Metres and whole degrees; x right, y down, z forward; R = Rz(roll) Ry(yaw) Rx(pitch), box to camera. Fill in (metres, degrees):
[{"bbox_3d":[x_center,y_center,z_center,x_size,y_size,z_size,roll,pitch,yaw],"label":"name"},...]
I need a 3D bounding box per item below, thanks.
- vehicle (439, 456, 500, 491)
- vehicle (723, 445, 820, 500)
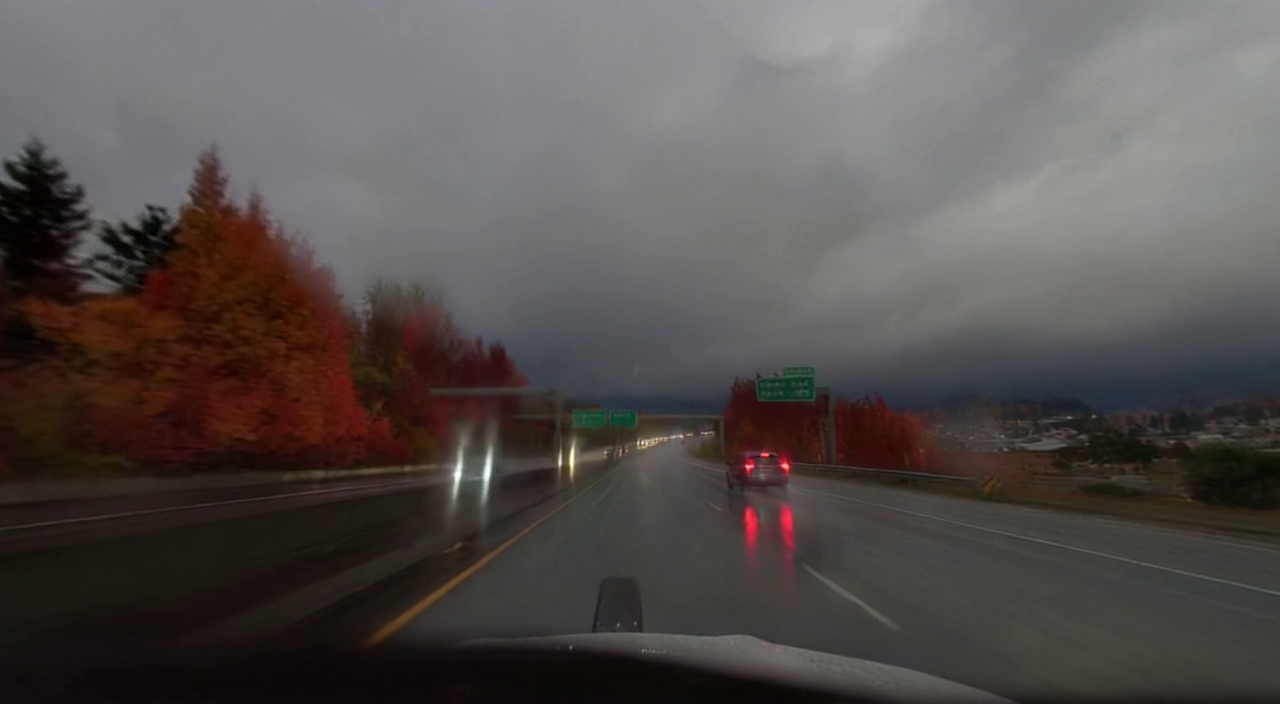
[{"bbox_3d":[-8.375,6.000,31.180,1.917,1.535,4.086,0,-9,0],"label":"vehicle"},{"bbox_3d":[4.108,3.858,20.435,2.070,1.546,4.648,0,-9,-1],"label":"vehicle"}]
